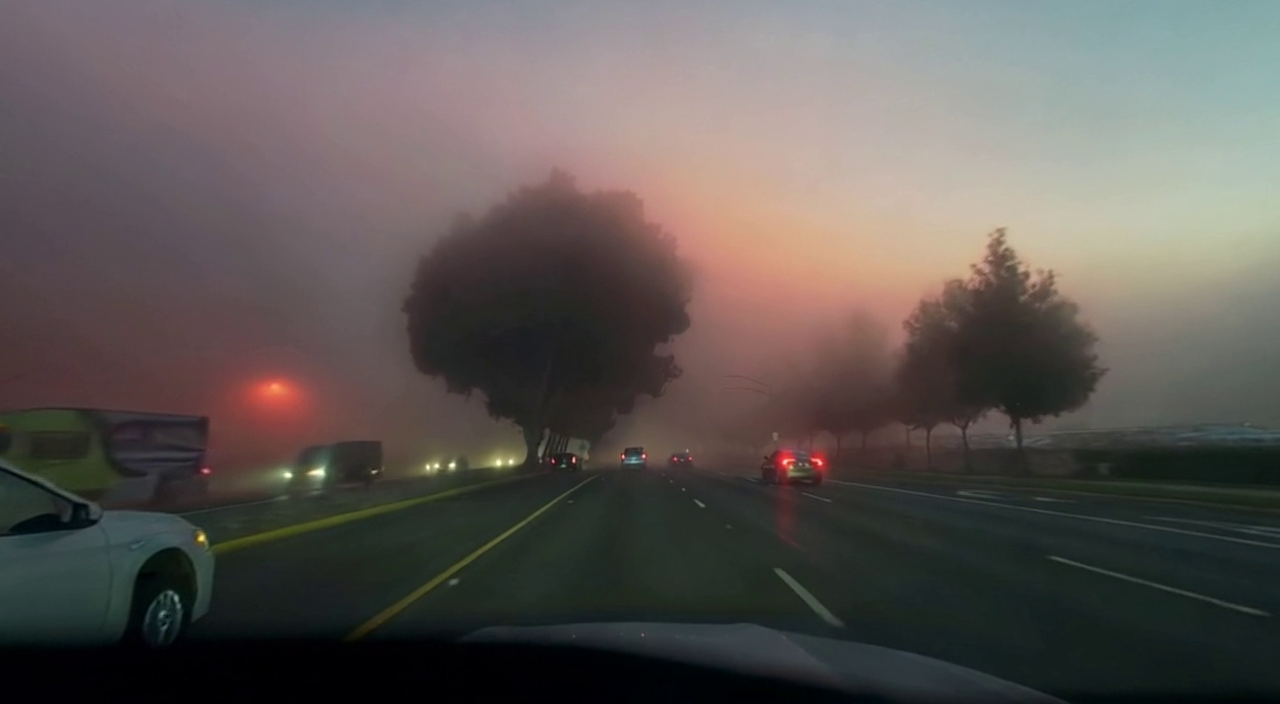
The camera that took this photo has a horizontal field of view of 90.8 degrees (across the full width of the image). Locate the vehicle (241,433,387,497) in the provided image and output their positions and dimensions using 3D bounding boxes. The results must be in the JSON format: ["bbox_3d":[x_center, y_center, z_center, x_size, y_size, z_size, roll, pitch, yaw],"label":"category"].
[{"bbox_3d":[-9.498,3.318,18.912,2.026,1.639,4.496,0,-9,-1],"label":"vehicle"}]

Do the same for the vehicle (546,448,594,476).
[{"bbox_3d":[-3.860,6.128,35.451,2.163,1.474,4.413,0,-9,0],"label":"vehicle"}]

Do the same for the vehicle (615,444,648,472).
[{"bbox_3d":[-0.560,6.866,41.143,2.008,1.716,4.125,0,-9,-1],"label":"vehicle"}]

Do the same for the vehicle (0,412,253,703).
[{"bbox_3d":[-3.742,0.936,2.225,2.018,1.476,4.364,0,-9,-1],"label":"vehicle"}]

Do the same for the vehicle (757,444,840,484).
[{"bbox_3d":[6.213,4.438,25.411,2.028,1.451,4.625,0,-9,-1],"label":"vehicle"}]

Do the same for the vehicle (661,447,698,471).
[{"bbox_3d":[2.535,6.987,41.532,2.014,1.430,4.103,0,-9,-2],"label":"vehicle"}]
